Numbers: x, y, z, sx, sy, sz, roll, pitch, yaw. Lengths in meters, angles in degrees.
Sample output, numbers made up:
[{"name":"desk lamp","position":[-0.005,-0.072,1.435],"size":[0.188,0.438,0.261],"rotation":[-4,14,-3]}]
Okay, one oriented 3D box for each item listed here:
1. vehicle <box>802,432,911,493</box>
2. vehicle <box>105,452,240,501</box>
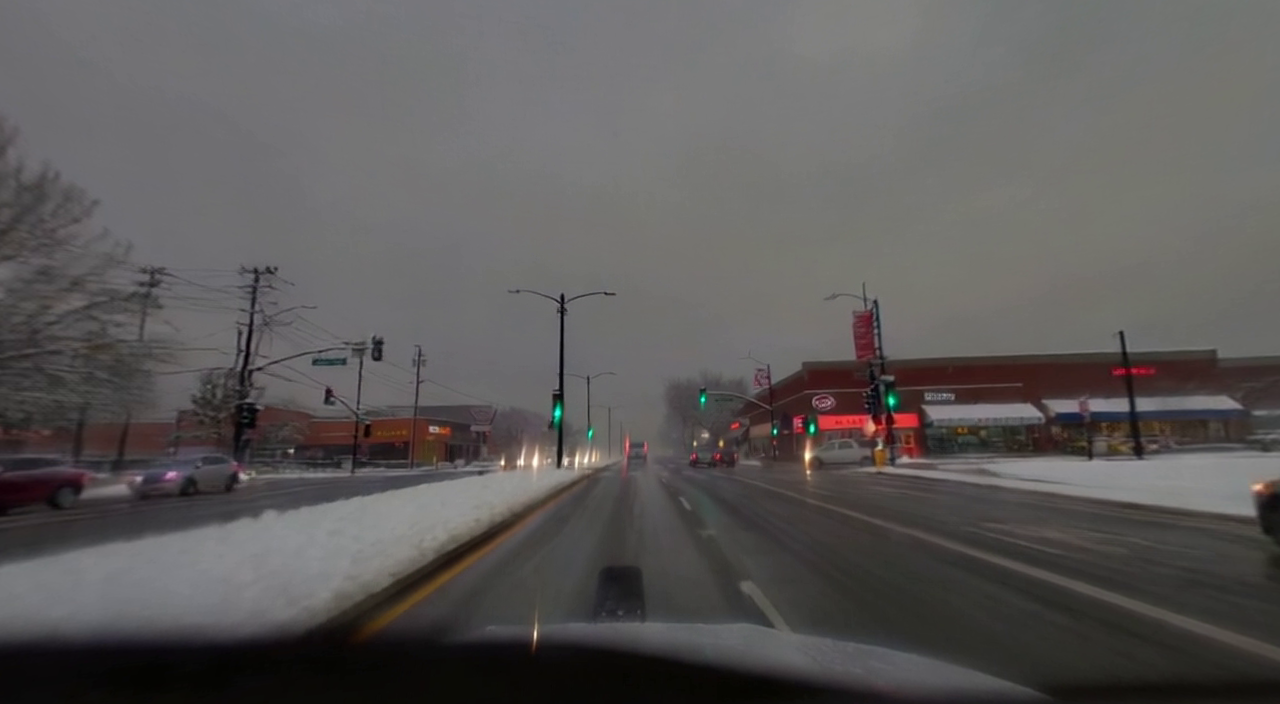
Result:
[{"name":"vehicle","position":[6.613,3.397,19.879],"size":[1.974,1.679,4.611],"rotation":[-1,-8,3]},{"name":"vehicle","position":[-18.189,4.835,24.909],"size":[1.882,1.645,4.511],"rotation":[0,-8,-1]}]
